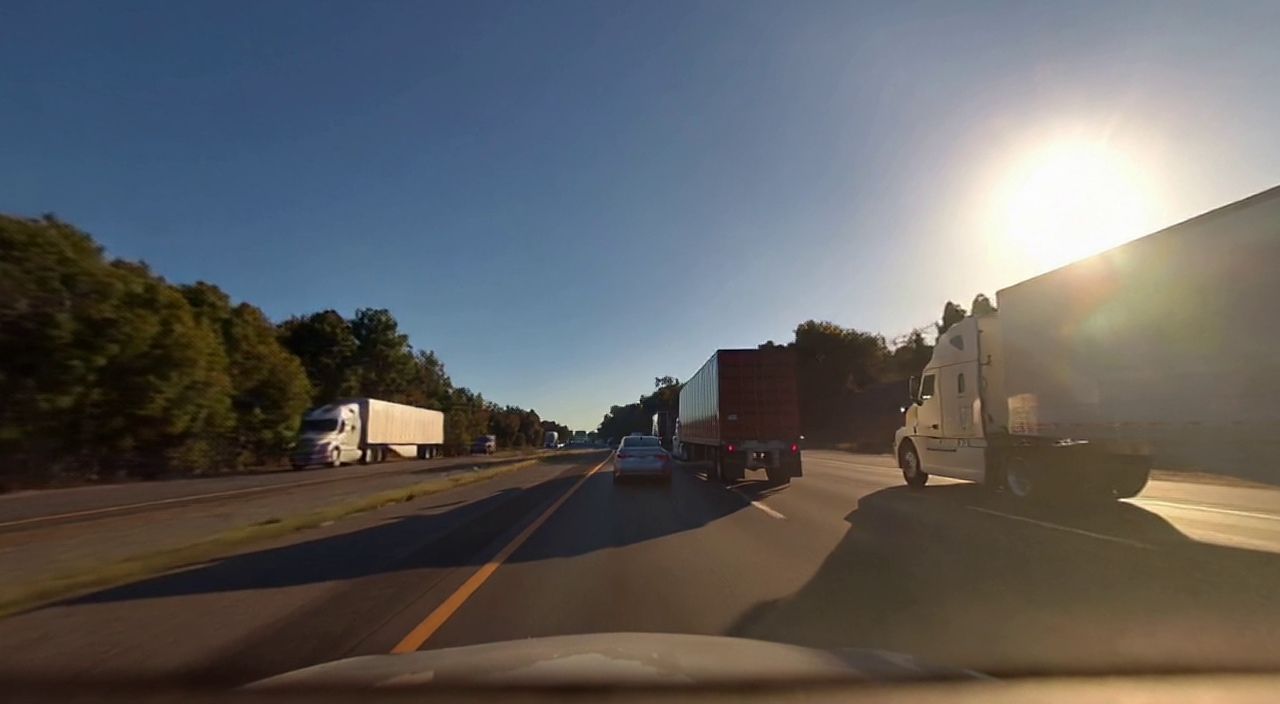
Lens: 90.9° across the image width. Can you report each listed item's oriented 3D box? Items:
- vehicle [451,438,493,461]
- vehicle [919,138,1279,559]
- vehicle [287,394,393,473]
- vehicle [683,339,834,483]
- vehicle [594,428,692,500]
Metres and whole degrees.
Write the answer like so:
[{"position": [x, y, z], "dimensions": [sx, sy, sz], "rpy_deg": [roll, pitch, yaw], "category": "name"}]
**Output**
[{"position": [-12.010, 6.991, 45.368], "dimensions": [1.940, 1.540, 3.989], "rpy_deg": [0, -7, 0], "category": "vehicle"}, {"position": [8.153, 0.059, 7.284], "dimensions": [3.110, 4.308, 14.260], "rpy_deg": [0, -7, -1], "category": "vehicle"}, {"position": [-16.653, 4.587, 35.565], "dimensions": [2.903, 4.010, 6.212], "rpy_deg": [0, -8, -1], "category": "vehicle"}, {"position": [3.839, 2.573, 25.041], "dimensions": [2.888, 4.099, 14.183], "rpy_deg": [0, -7, -2], "category": "vehicle"}, {"position": [0.010, 2.604, 15.151], "dimensions": [2.038, 1.477, 3.773], "rpy_deg": [0, -7, -2], "category": "vehicle"}]
